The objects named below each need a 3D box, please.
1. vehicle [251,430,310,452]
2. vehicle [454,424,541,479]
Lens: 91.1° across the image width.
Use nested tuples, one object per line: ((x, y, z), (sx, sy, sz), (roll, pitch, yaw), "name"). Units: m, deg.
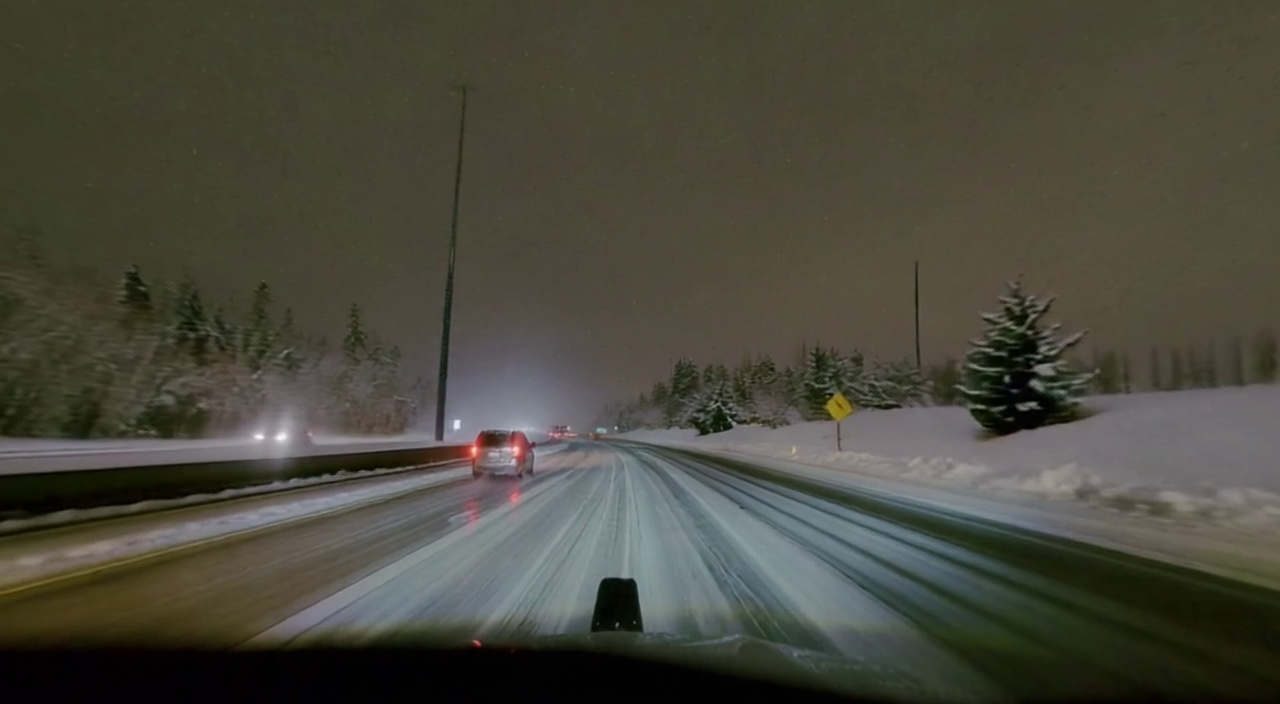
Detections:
((-24.713, 6.123, 43.367), (1.782, 1.475, 4.029), (0, -8, -1), "vehicle")
((-4.365, 3.109, 19.914), (1.878, 1.548, 3.966), (0, -8, -1), "vehicle")
